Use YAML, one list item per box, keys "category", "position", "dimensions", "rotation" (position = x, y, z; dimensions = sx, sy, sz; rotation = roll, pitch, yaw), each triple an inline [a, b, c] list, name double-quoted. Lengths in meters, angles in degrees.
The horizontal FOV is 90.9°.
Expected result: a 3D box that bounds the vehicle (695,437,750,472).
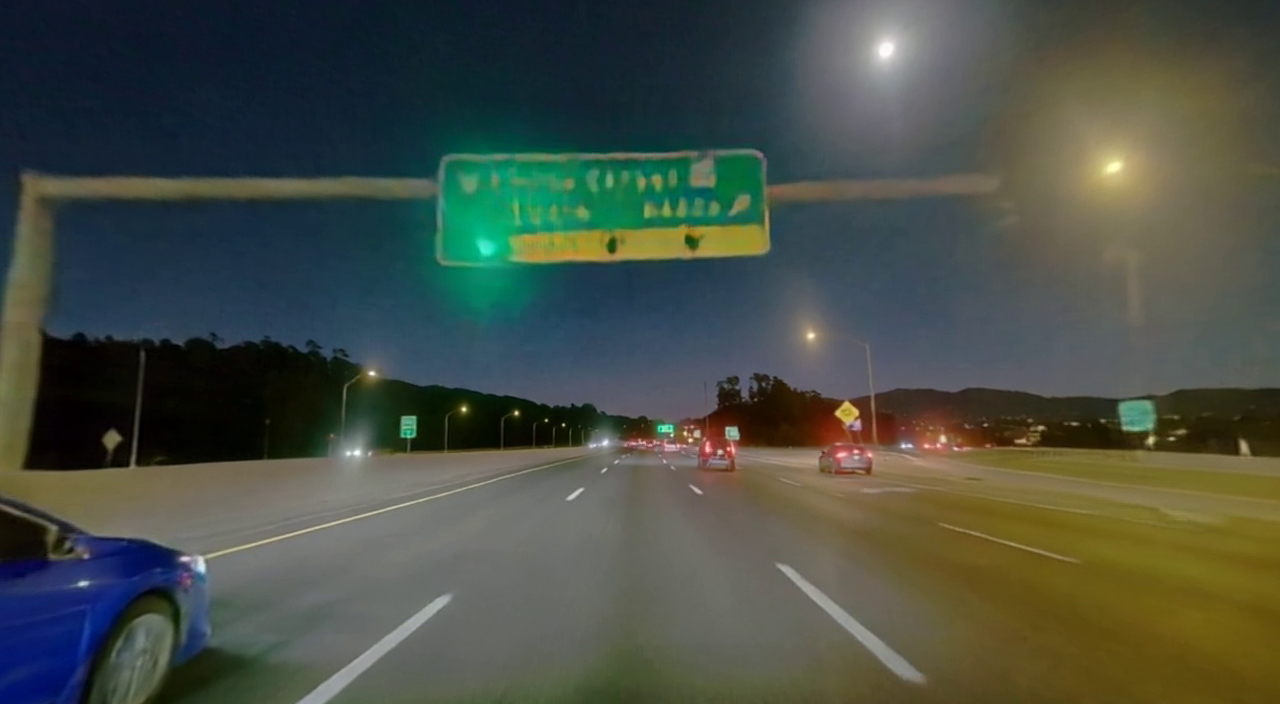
- category: "vehicle"
  position: [3.686, 4.678, 29.057]
  dimensions: [1.916, 1.469, 4.481]
  rotation: [0, -8, 0]
